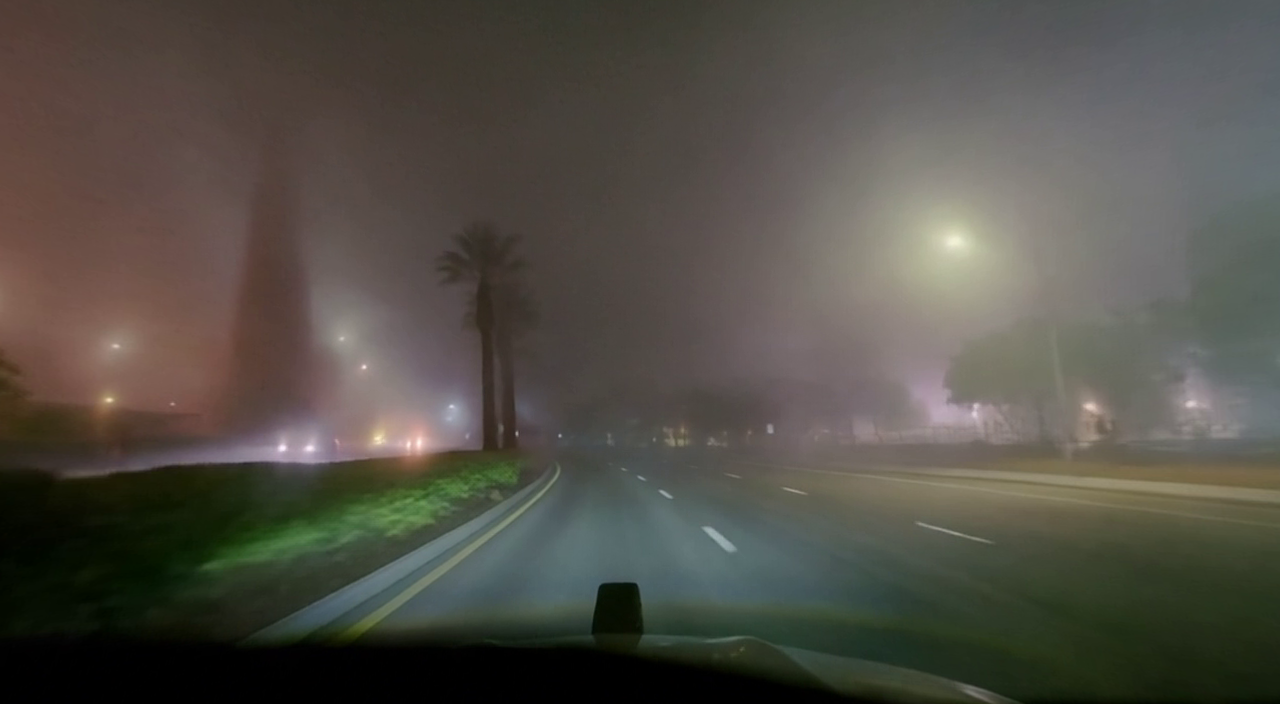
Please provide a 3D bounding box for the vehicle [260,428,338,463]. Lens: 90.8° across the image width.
[{"bbox_3d":[-17.753,4.915,33.190,2.061,1.699,4.606,1,-9,-8],"label":"vehicle"}]
